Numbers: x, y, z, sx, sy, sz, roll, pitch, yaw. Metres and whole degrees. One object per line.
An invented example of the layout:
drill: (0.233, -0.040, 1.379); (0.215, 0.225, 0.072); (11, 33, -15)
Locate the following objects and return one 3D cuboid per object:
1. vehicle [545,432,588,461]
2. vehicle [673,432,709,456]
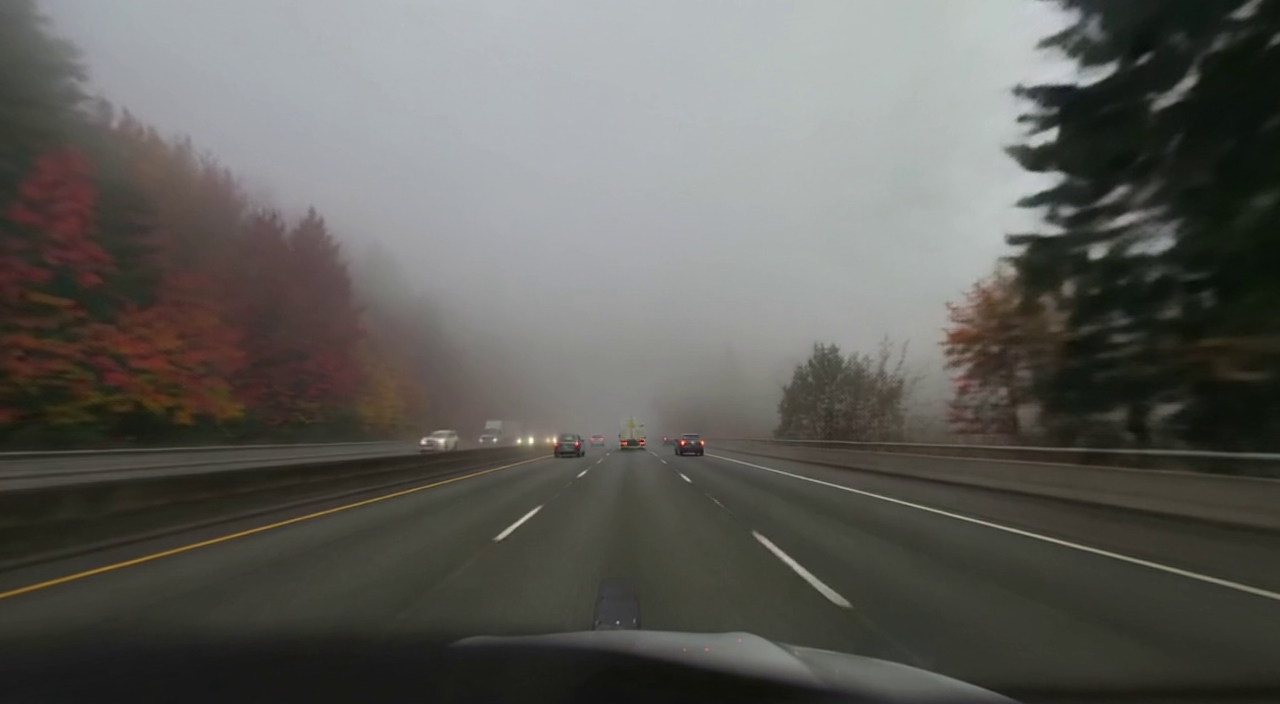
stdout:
vehicle: (-4.032, 5.274, 35.130); (2.027, 1.501, 3.920); (0, -8, -1)
vehicle: (3.410, 6.249, 42.740); (1.882, 1.492, 3.958); (0, -8, -3)
